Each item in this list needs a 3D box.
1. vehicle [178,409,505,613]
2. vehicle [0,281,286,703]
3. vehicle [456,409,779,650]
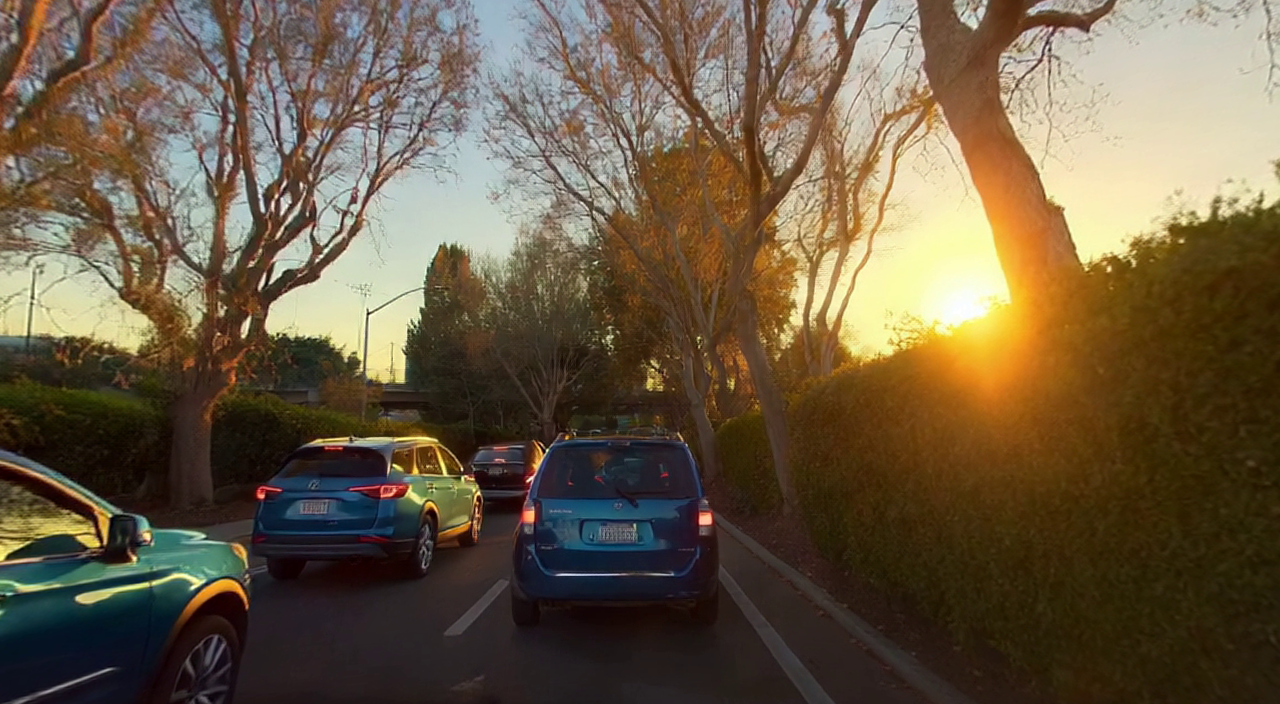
[{"bbox_3d":[-3.408,1.855,8.320,2.256,1.728,4.421,-6,-8,-2],"label":"vehicle"},{"bbox_3d":[-3.287,0.671,1.259,2.205,1.913,5.327,-6,-8,-2],"label":"vehicle"},{"bbox_3d":[-0.174,1.503,6.276,2.154,1.581,4.007,0,-9,-1],"label":"vehicle"}]
